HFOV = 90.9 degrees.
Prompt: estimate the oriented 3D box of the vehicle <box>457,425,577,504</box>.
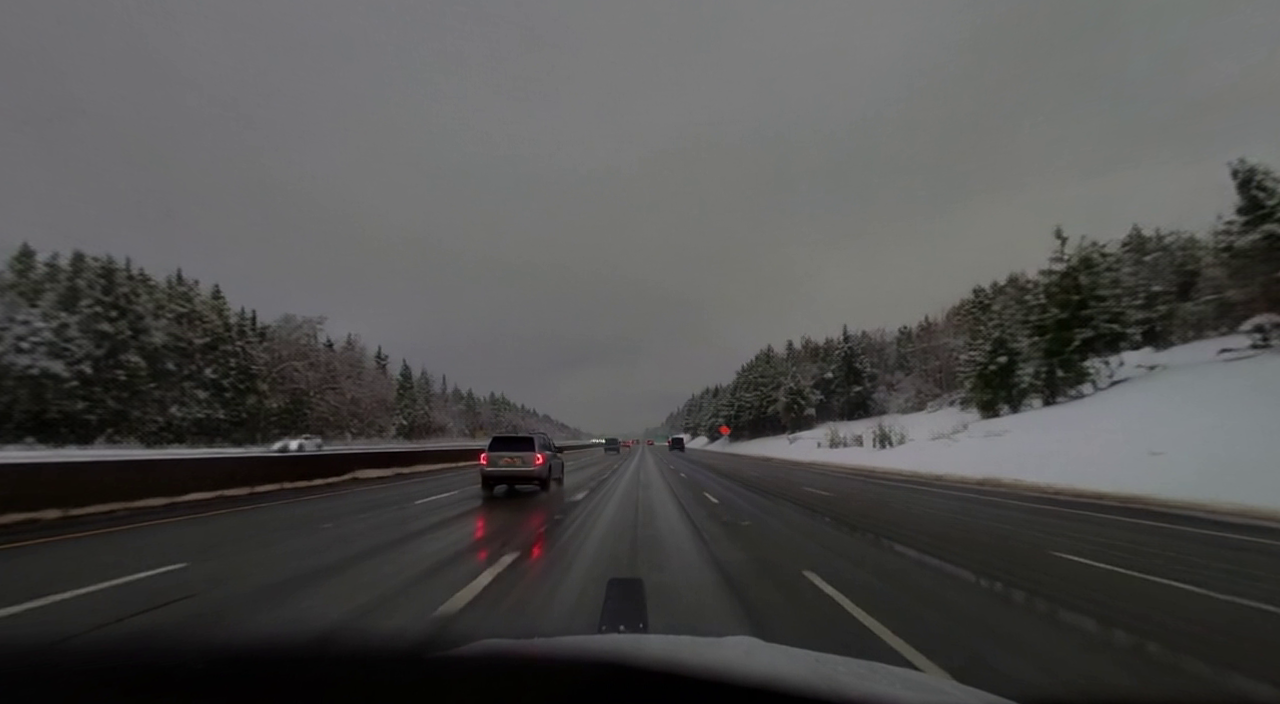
[{"bbox_3d":[-3.165,3.033,17.421,2.218,1.848,4.789,0,-9,2],"label":"vehicle"}]
